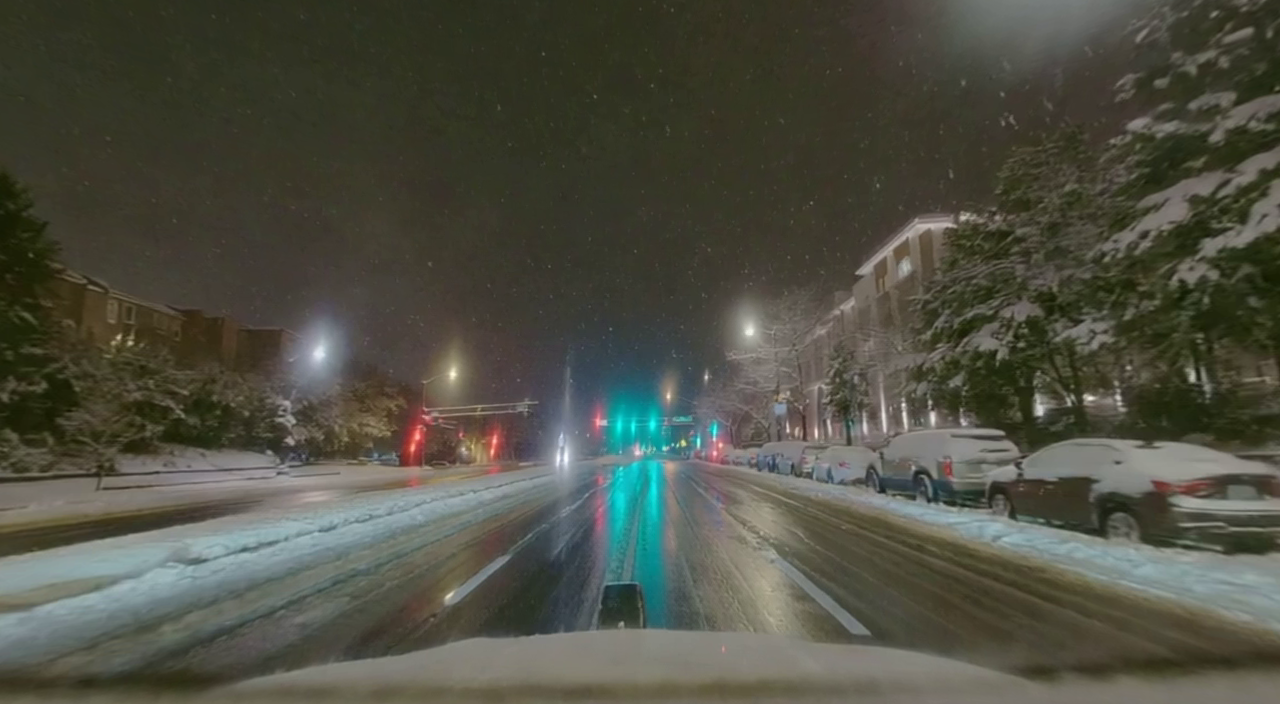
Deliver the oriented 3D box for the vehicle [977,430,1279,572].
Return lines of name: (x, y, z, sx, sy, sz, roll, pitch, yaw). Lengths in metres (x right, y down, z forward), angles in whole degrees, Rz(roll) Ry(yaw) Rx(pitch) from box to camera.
vehicle: (6.863, 1.928, 8.956, 1.816, 1.502, 4.363, 0, -9, 2)

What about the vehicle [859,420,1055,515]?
vehicle: (6.851, 2.563, 14.347, 1.983, 1.772, 4.833, 0, -9, 1)

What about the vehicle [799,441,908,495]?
vehicle: (6.746, 3.716, 20.488, 2.020, 1.520, 4.876, 0, -9, 3)
